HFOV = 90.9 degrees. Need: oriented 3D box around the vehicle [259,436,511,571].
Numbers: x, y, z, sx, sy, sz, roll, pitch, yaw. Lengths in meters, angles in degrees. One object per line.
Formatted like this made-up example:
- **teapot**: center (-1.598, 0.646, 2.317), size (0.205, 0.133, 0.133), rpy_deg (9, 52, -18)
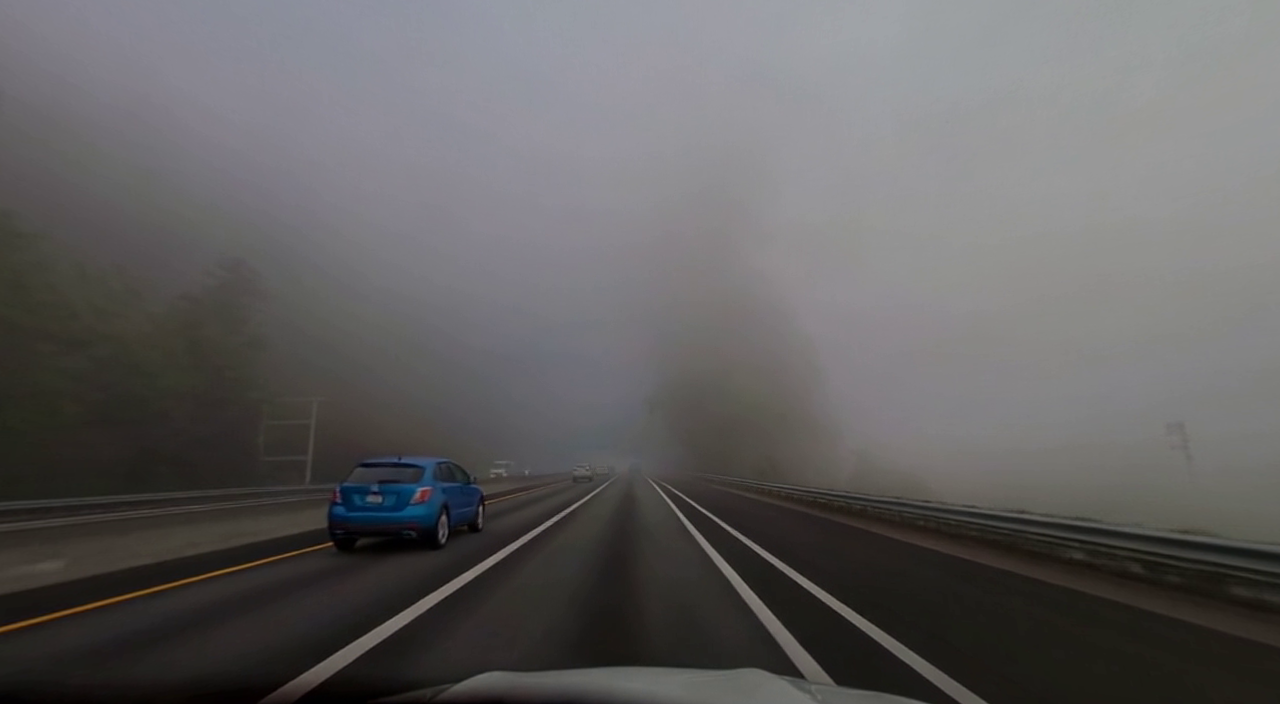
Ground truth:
- **vehicle**: center (-3.714, 2.355, 10.389), size (2.123, 1.666, 4.709), rpy_deg (1, -10, 0)
